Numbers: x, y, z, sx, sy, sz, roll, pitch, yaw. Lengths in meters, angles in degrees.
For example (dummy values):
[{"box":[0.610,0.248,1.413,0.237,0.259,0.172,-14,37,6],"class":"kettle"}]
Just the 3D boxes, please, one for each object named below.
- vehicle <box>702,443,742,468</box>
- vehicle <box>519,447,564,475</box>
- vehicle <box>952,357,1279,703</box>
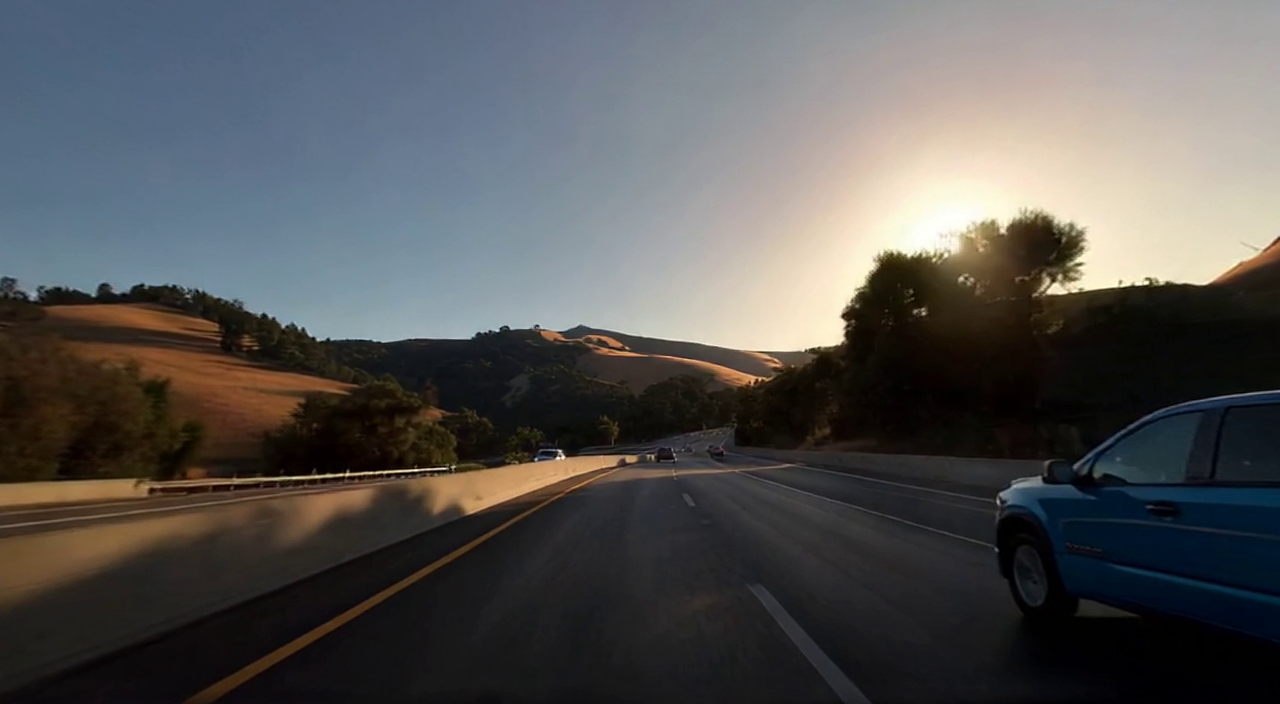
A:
[{"box":[5.520,7.045,43.131,2.249,1.635,4.118,0,-9,1],"class":"vehicle"},{"box":[-6.478,7.214,42.039,2.087,1.701,4.627,0,-9,2],"class":"vehicle"},{"box":[3.803,0.954,3.046,2.151,1.744,4.709,0,-9,0],"class":"vehicle"}]
